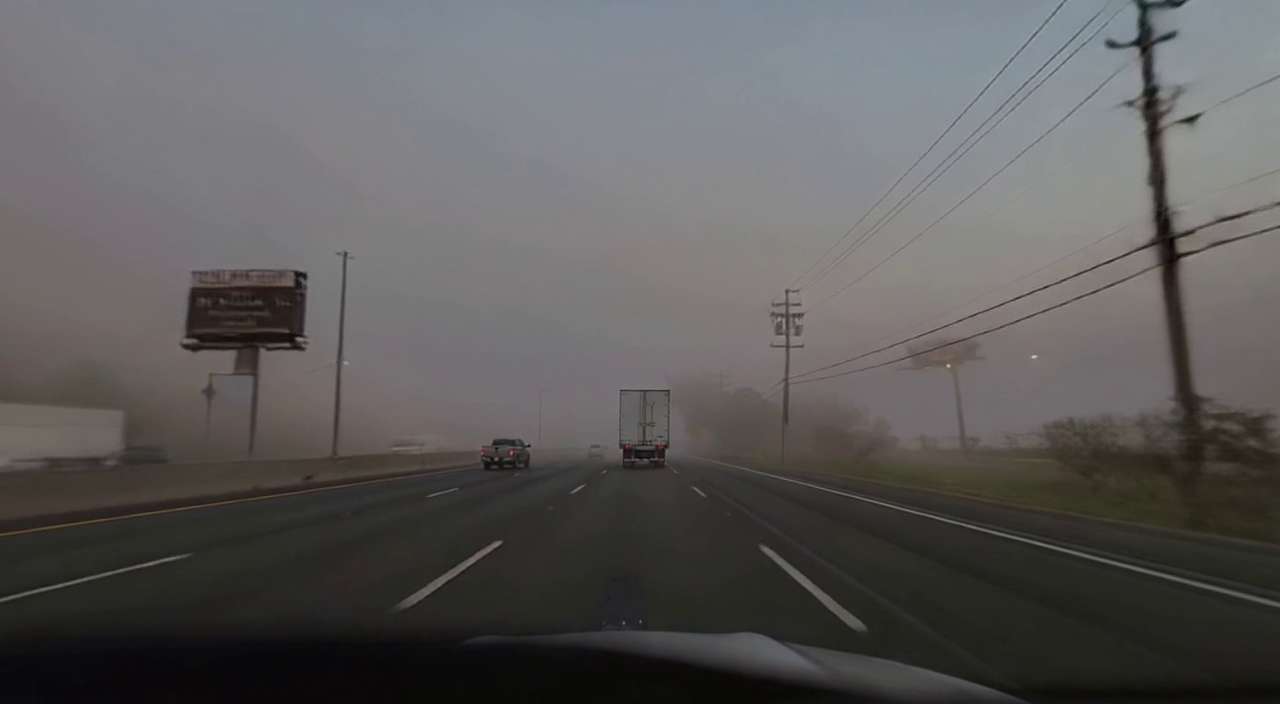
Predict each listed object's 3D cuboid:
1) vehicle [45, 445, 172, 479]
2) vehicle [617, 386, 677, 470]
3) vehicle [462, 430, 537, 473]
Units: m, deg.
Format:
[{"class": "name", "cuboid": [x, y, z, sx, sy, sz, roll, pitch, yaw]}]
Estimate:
[{"class": "vehicle", "cuboid": [-25.387, 5.228, 30.377, 1.898, 1.513, 4.775, 0, -8, 1]}, {"class": "vehicle", "cuboid": [0.580, 4.482, 35.994, 2.879, 4.027, 11.243, -1, -8, 2]}, {"class": "vehicle", "cuboid": [-6.871, 4.939, 31.603, 2.263, 1.936, 5.802, 0, -8, 1]}]
